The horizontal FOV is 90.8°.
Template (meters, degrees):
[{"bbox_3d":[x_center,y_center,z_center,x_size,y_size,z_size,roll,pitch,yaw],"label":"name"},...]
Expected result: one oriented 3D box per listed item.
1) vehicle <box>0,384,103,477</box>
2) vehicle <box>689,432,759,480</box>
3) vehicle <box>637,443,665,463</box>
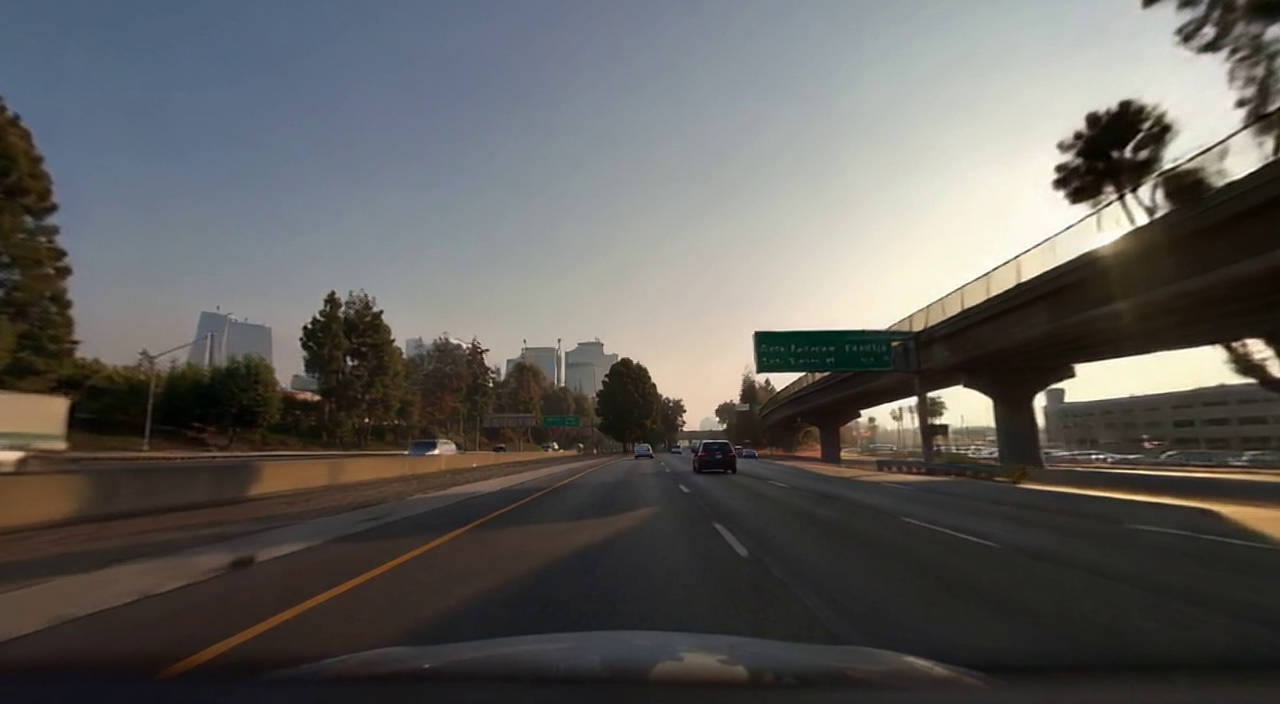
[{"bbox_3d":[-30.599,3.126,25.833,2.913,4.150,16.271,0,-9,0],"label":"vehicle"},{"bbox_3d":[3.386,4.330,26.476,2.226,1.779,4.835,0,-9,-1],"label":"vehicle"},{"bbox_3d":[0.829,7.718,48.407,2.046,1.475,3.784,0,-9,1],"label":"vehicle"}]
